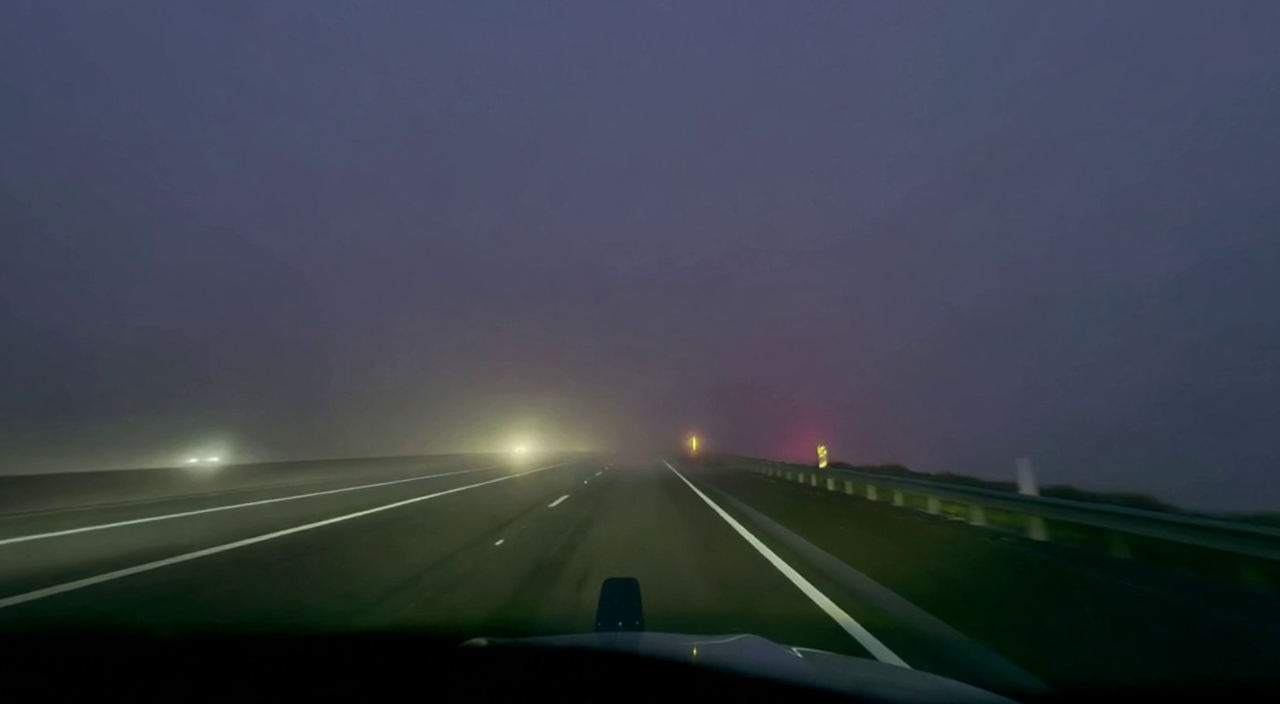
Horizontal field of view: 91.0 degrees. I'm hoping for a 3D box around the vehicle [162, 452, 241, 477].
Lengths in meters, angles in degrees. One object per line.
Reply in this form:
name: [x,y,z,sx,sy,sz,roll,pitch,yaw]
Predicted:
vehicle: [-29.214,7.487,42.132,1.857,1.526,4.556,0,-9,2]
